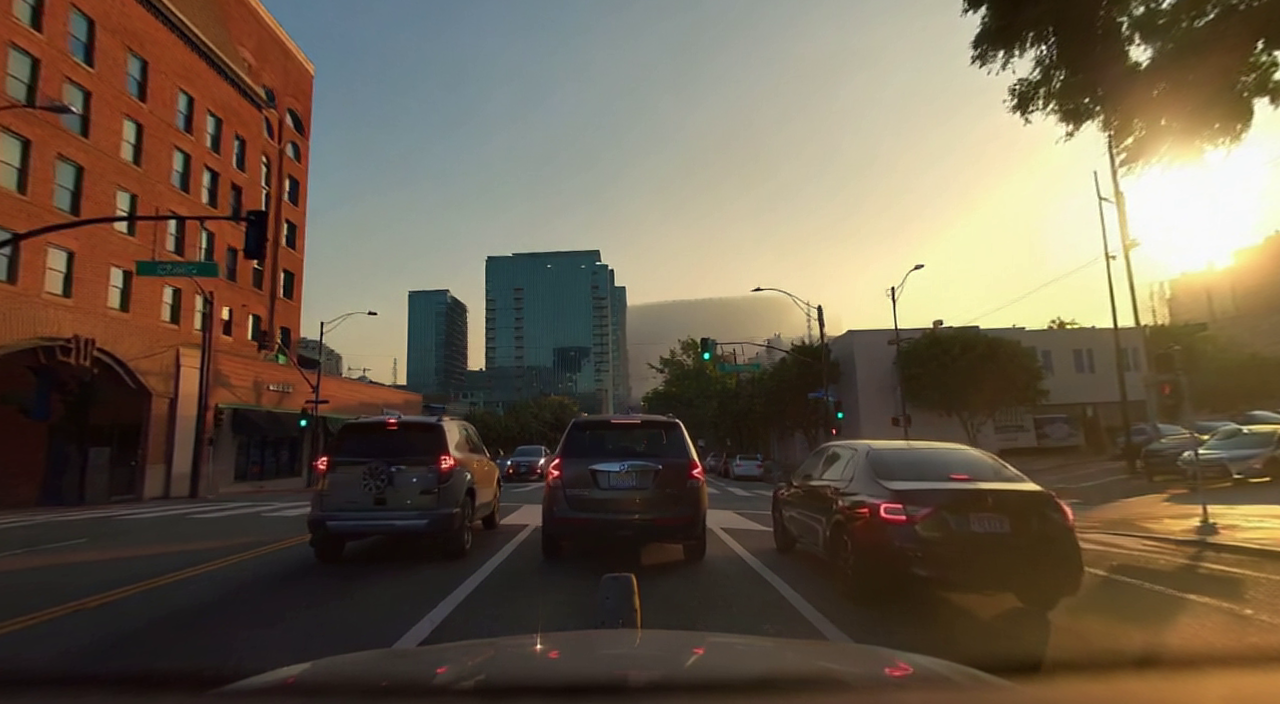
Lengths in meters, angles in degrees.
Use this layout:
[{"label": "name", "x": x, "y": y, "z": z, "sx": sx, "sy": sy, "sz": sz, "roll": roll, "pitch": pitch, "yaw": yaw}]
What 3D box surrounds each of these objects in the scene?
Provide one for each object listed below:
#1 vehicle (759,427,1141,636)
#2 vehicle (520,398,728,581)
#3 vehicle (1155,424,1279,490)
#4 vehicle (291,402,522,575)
[{"label": "vehicle", "x": 2.601, "y": 1.585, "z": 6.619, "sx": 1.852, "sy": 1.462, "sz": 4.155, "roll": 0, "pitch": -8, "yaw": 0}, {"label": "vehicle", "x": -0.168, "y": 1.736, "z": 8.765, "sx": 2.105, "sy": 1.842, "sz": 4.537, "roll": 0, "pitch": -8, "yaw": 0}, {"label": "vehicle", "x": 17.514, "y": 2.965, "z": 17.747, "sx": 4.547, "sy": 1.720, "sz": 1.624, "roll": 0, "pitch": -12, "yaw": -2}, {"label": "vehicle", "x": -2.885, "y": 1.766, "z": 8.928, "sx": 1.855, "sy": 1.812, "sz": 4.244, "roll": 0, "pitch": -9, "yaw": -4}]
